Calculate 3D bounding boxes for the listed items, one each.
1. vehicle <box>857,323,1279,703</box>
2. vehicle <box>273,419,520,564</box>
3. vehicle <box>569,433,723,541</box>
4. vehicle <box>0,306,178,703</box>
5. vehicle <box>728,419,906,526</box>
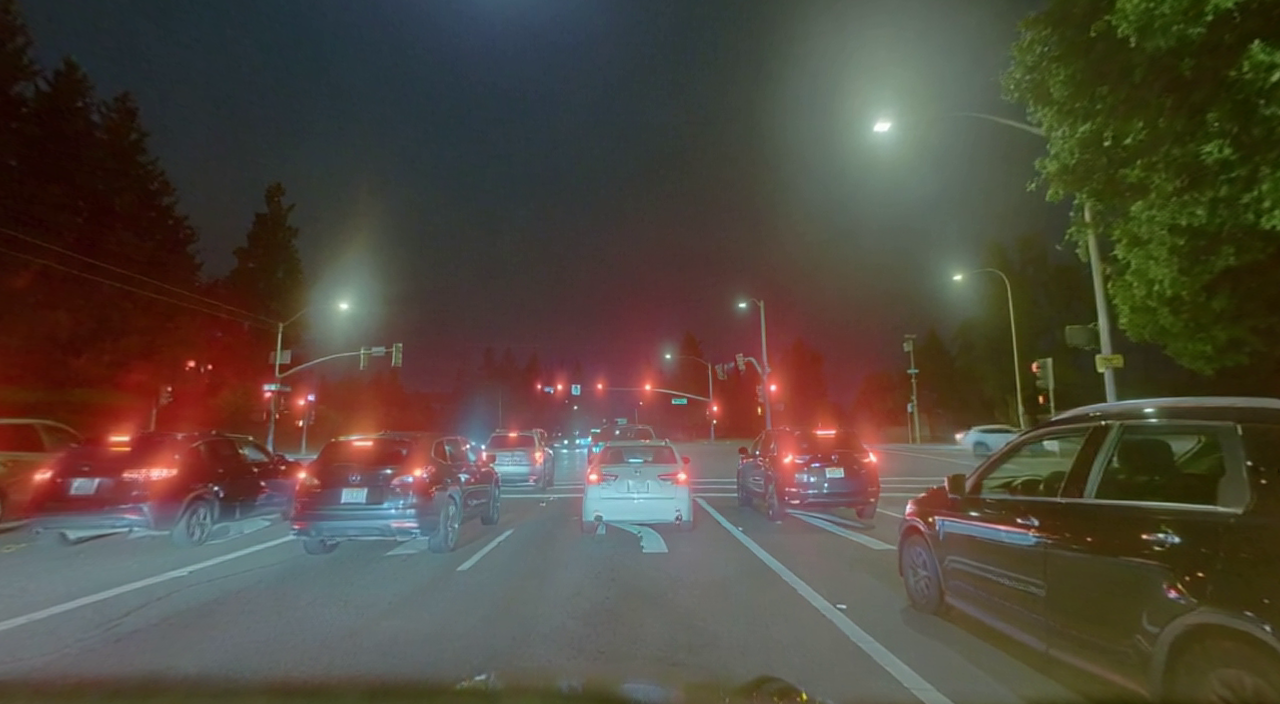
[{"bbox_3d":[3.153,0.993,3.736,2.074,1.685,4.387,0,-8,-1],"label":"vehicle"},{"bbox_3d":[-3.057,1.836,9.077,1.896,1.546,4.378,0,-8,-1],"label":"vehicle"},{"bbox_3d":[0.007,2.102,10.429,2.076,1.438,3.770,0,-8,-2],"label":"vehicle"},{"bbox_3d":[-3.200,0.496,0.604,2.079,1.756,4.676,0,-8,-3],"label":"vehicle"},{"bbox_3d":[3.079,2.199,12.008,2.106,1.667,4.101,0,-8,-1],"label":"vehicle"}]
